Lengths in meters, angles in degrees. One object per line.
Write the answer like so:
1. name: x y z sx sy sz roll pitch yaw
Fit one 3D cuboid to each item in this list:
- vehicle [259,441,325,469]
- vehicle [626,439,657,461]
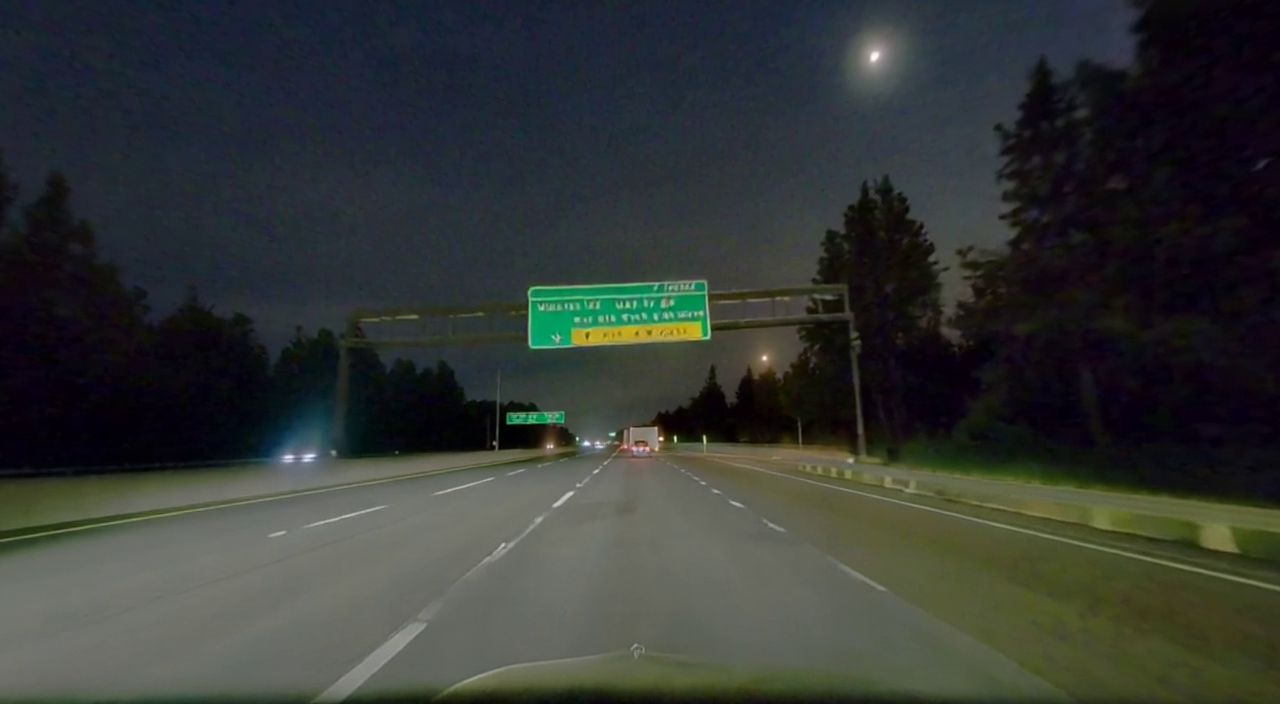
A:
1. vehicle: -22.729 6.739 41.271 1.892 1.697 4.297 -1 -8 -1
2. vehicle: 0.076 6.881 44.281 2.028 1.440 3.690 0 -8 -1
